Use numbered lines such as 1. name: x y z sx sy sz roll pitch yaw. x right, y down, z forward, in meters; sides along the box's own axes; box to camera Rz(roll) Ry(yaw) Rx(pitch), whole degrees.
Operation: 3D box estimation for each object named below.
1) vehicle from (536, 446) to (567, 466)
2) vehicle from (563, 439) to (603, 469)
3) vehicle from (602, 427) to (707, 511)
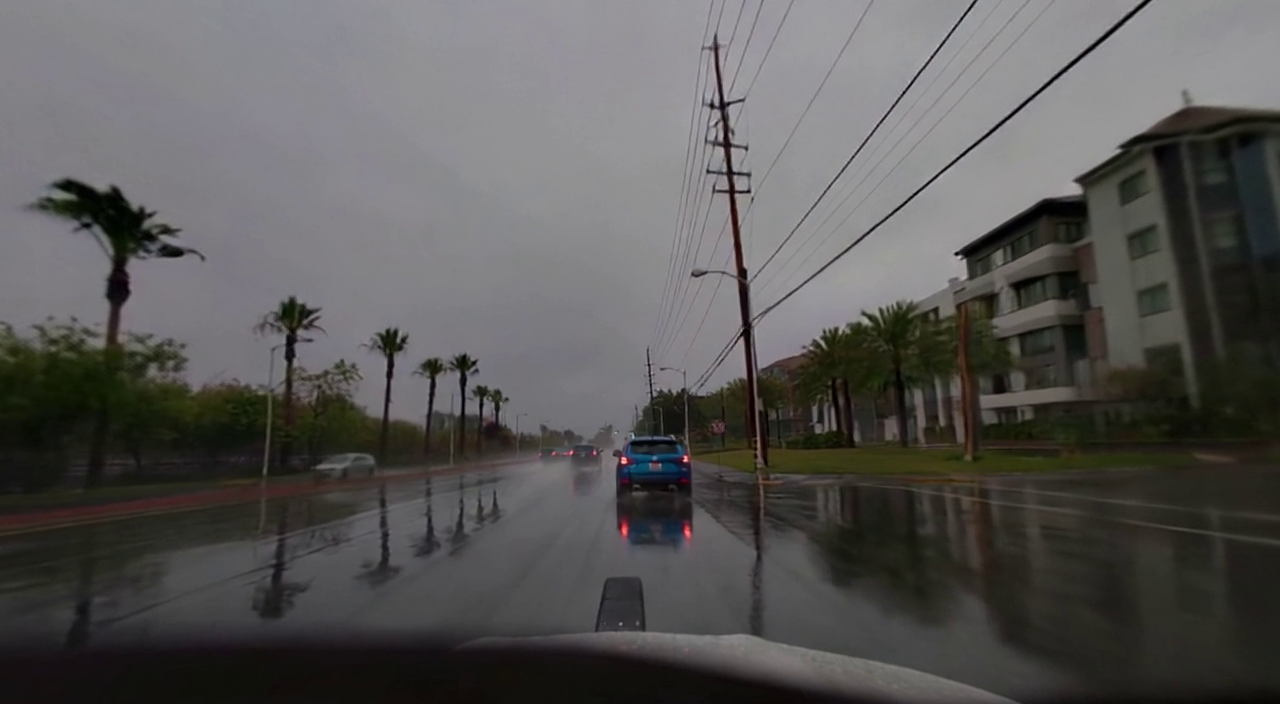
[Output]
1. vehicle: -6.959 8.214 49.978 1.910 1.484 3.980 0 -9 0
2. vehicle: -3.721 6.751 41.839 2.169 1.796 4.821 0 -9 1
3. vehicle: 0.242 2.757 15.269 2.198 1.706 4.166 0 -9 -2
